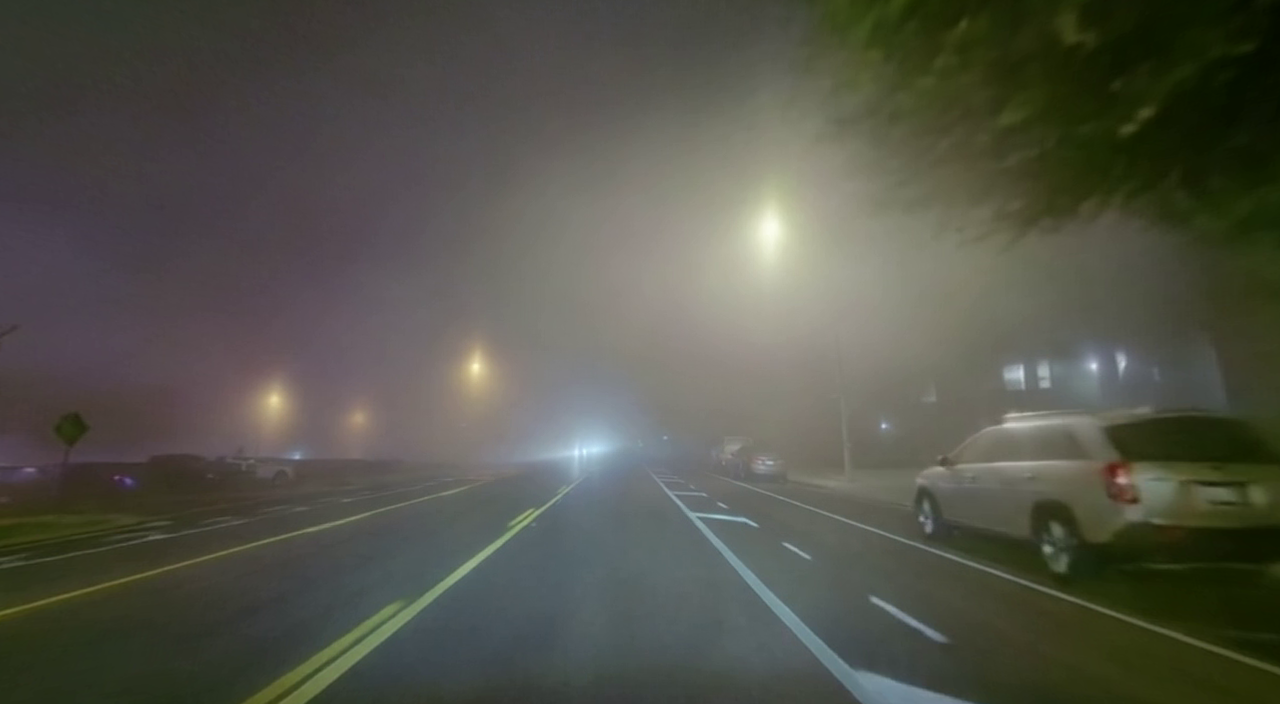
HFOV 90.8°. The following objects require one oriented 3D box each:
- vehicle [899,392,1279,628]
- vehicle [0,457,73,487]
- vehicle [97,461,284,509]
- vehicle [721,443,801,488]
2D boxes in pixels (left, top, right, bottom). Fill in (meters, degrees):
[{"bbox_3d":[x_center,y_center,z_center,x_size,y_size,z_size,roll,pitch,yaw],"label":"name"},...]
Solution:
[{"bbox_3d":[4.767,1.479,6.870,2.028,1.731,4.241,0,-8,-1],"label":"vehicle"},{"bbox_3d":[-37.427,7.196,38.074,4.414,1.651,1.912,5,-10,-31],"label":"vehicle"},{"bbox_3d":[-15.555,4.616,22.119,4.826,1.491,2.086,1,-8,-4],"label":"vehicle"},{"bbox_3d":[4.269,4.052,22.966,1.935,1.433,4.241,0,-8,-2],"label":"vehicle"}]
